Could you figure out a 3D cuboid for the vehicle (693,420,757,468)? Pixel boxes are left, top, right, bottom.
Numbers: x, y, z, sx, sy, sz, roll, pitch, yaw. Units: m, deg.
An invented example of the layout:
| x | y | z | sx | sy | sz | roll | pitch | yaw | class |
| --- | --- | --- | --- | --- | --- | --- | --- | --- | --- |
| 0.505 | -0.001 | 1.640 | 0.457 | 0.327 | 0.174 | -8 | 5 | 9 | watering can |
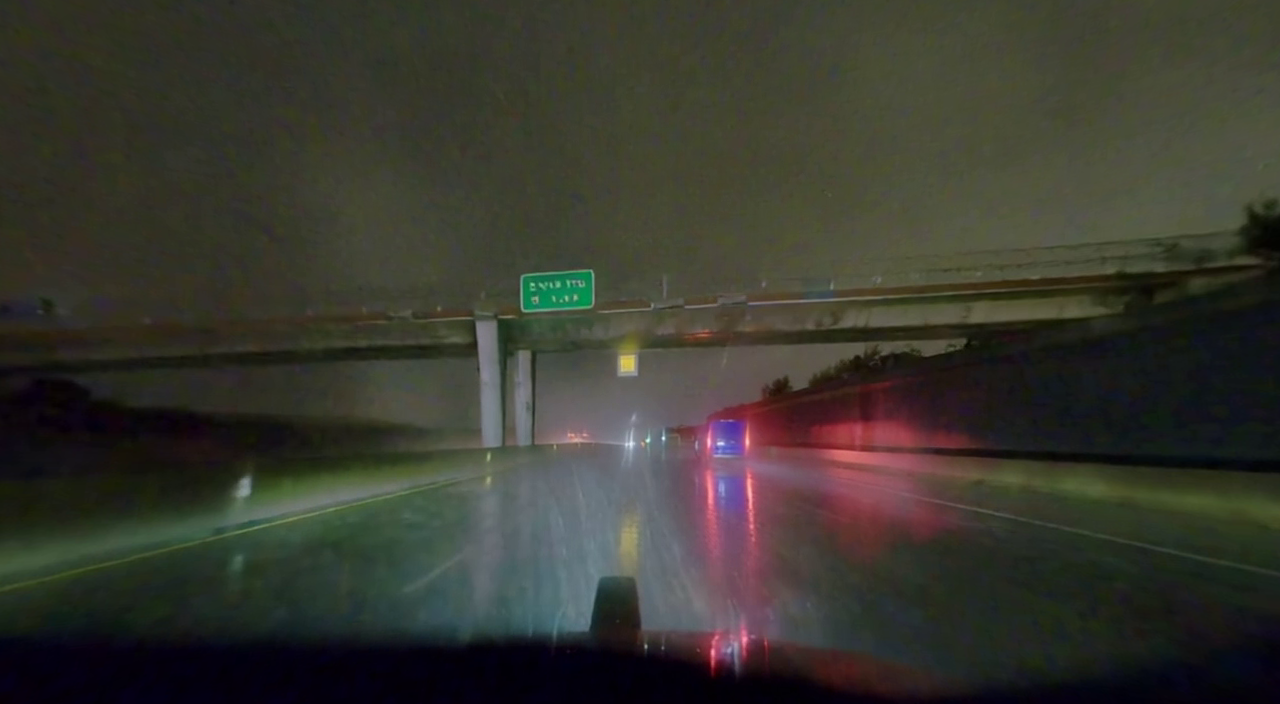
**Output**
| x | y | z | sx | sy | sz | roll | pitch | yaw | class |
| --- | --- | --- | --- | --- | --- | --- | --- | --- | --- |
| 3.792 | 4.226 | 29.026 | 2.161 | 2.002 | 4.631 | 0 | -8 | -2 | vehicle |
